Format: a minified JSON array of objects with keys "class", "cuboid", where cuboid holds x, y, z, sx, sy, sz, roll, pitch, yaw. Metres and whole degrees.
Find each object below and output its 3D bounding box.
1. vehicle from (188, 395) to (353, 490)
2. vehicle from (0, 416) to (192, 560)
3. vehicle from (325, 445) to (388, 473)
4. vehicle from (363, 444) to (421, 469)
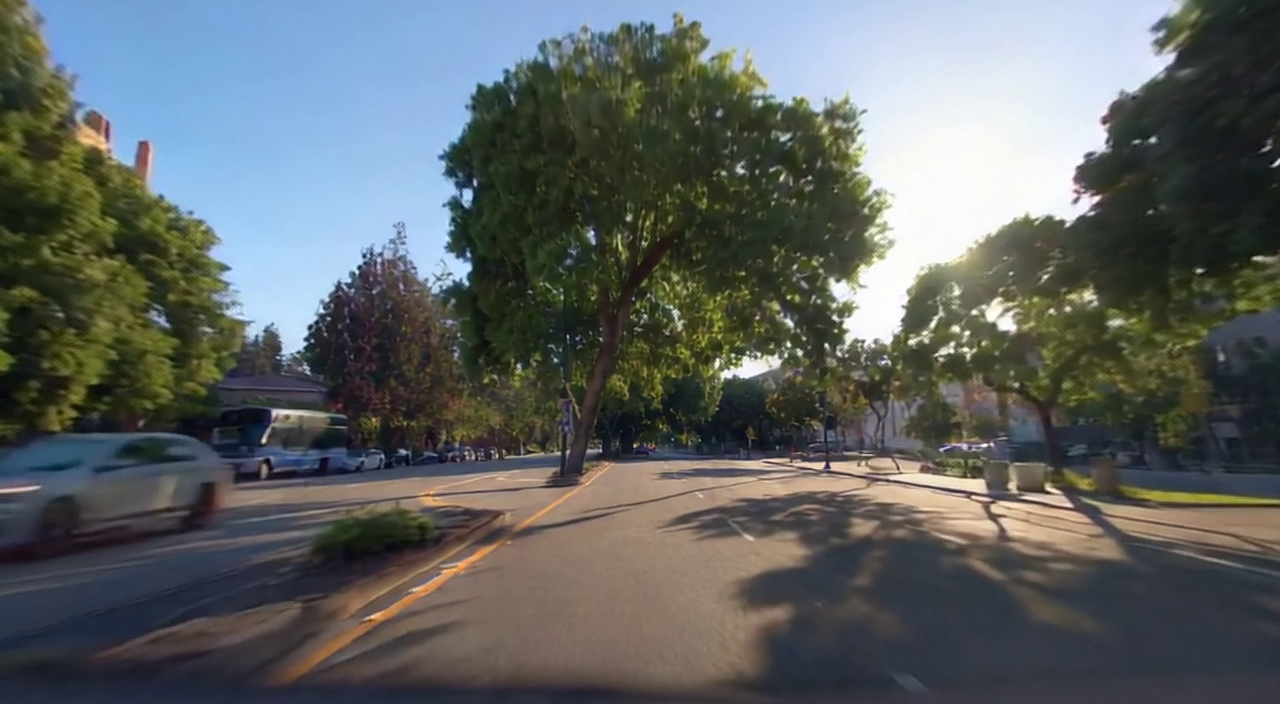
[{"class":"vehicle","cuboid":[-17.678,4.461,31.154,3.028,3.724,9.001,-4,-8,-2]},{"class":"vehicle","cuboid":[-8.283,1.692,8.106,1.903,1.644,4.182,0,-8,1]},{"class":"vehicle","cuboid":[-17.882,6.754,39.993,1.892,1.681,4.596,0,-8,0]},{"class":"vehicle","cuboid":[-17.807,7.511,45.560,2.200,1.730,4.886,0,-8,-1]}]
